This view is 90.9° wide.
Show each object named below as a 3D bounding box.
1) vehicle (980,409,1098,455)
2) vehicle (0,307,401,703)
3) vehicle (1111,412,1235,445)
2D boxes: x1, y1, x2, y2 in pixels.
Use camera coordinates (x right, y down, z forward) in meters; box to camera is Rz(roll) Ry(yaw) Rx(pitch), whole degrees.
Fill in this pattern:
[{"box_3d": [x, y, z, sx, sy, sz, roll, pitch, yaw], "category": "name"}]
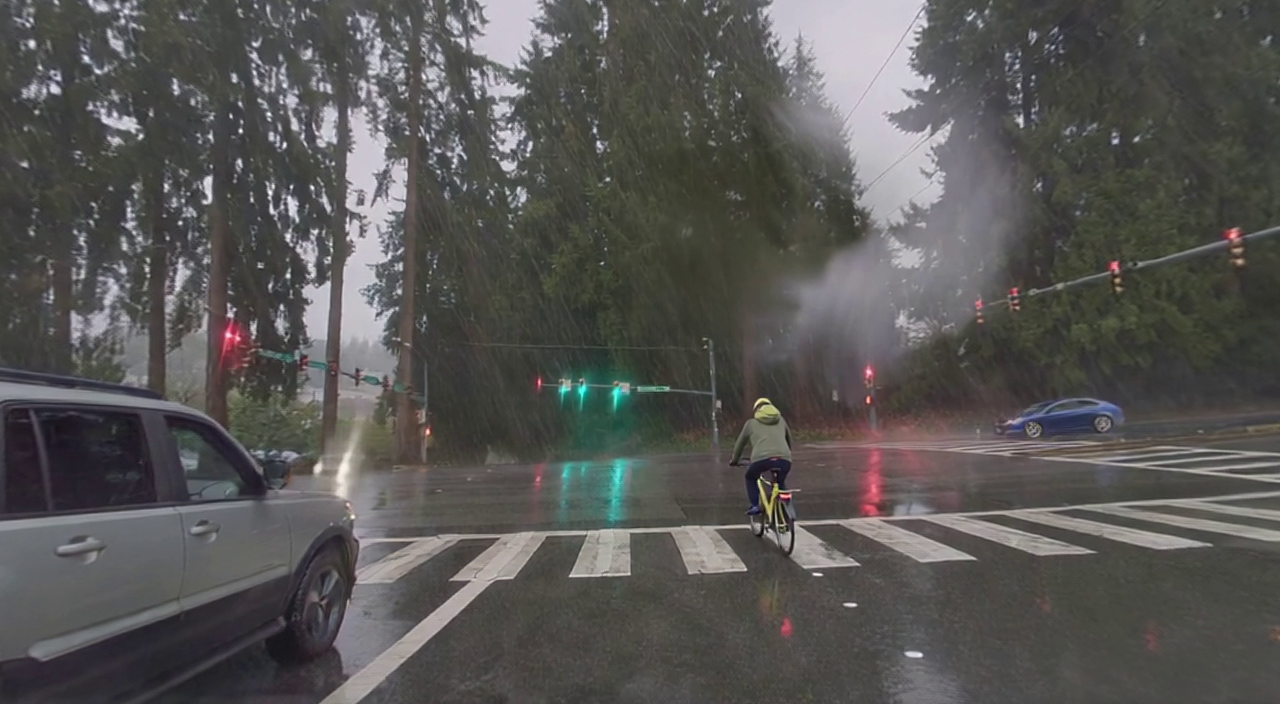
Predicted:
[{"box_3d": [18.546, 3.752, 29.392, 4.237, 1.948, 1.997, 0, -9, -9], "category": "vehicle"}, {"box_3d": [-2.969, 0.872, 2.752, 2.049, 1.756, 4.602, 0, -8, 0], "category": "vehicle"}, {"box_3d": [25.742, 3.726, 30.509, 4.716, 1.507, 1.904, 2, -9, -11], "category": "vehicle"}]
